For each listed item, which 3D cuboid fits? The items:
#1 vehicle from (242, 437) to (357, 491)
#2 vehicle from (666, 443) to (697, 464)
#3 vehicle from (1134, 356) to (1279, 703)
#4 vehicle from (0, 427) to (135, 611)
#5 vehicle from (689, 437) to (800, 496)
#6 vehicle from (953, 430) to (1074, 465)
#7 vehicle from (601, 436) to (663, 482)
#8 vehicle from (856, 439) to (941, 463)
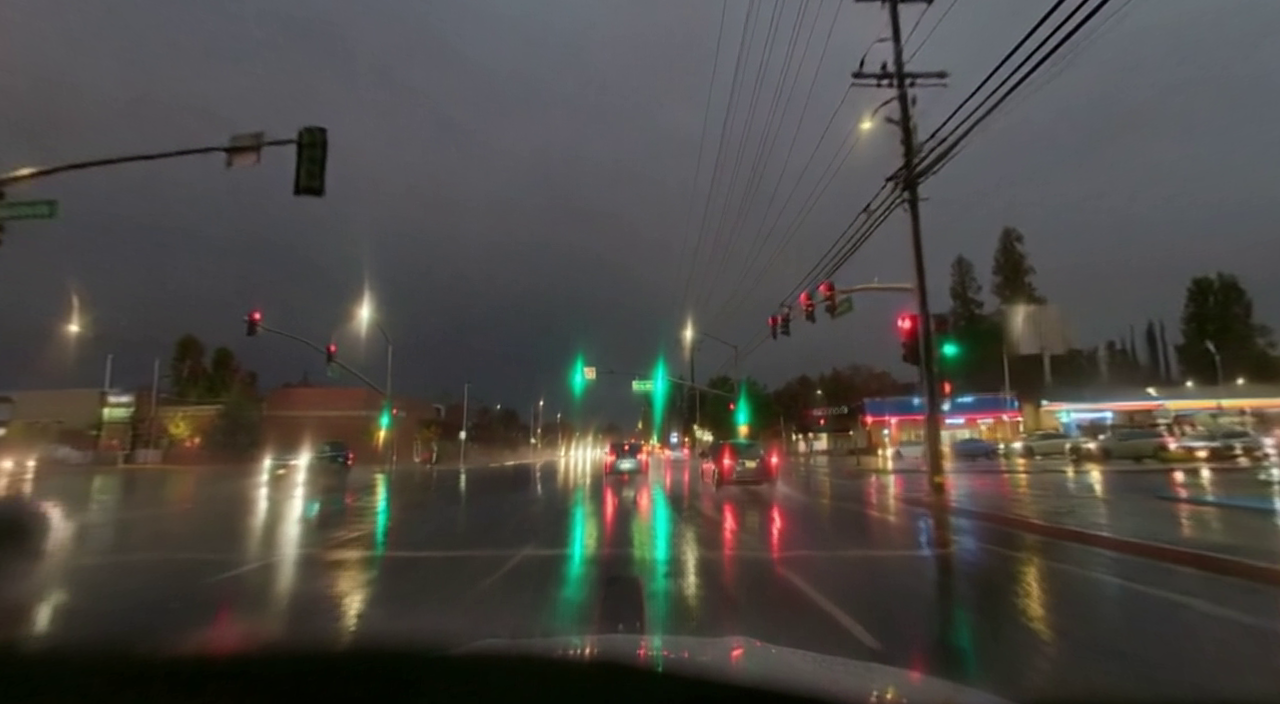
[{"bbox_3d":[-14.424,4.757,27.160,2.233,2.072,4.813,0,-8,0],"label":"vehicle"},{"bbox_3d":[3.075,7.668,47.766,1.971,1.477,4.121,0,-8,-1],"label":"vehicle"},{"bbox_3d":[3.776,0.615,0.866,2.452,1.682,4.565,0,-8,0],"label":"vehicle"},{"bbox_3d":[-6.222,1.236,4.299,2.075,1.470,4.190,0,-8,0],"label":"vehicle"},{"bbox_3d":[2.780,3.184,17.998,2.208,1.436,4.542,0,-8,-3],"label":"vehicle"},{"bbox_3d":[17.350,4.444,29.467,4.436,1.503,1.844,0,-9,-2],"label":"vehicle"},{"bbox_3d":[-0.304,3.827,22.840,2.065,1.484,3.894,0,-8,-1],"label":"vehicle"},{"bbox_3d":[16.885,6.477,41.393,4.749,1.465,1.938,0,-9,-3],"label":"vehicle"}]
